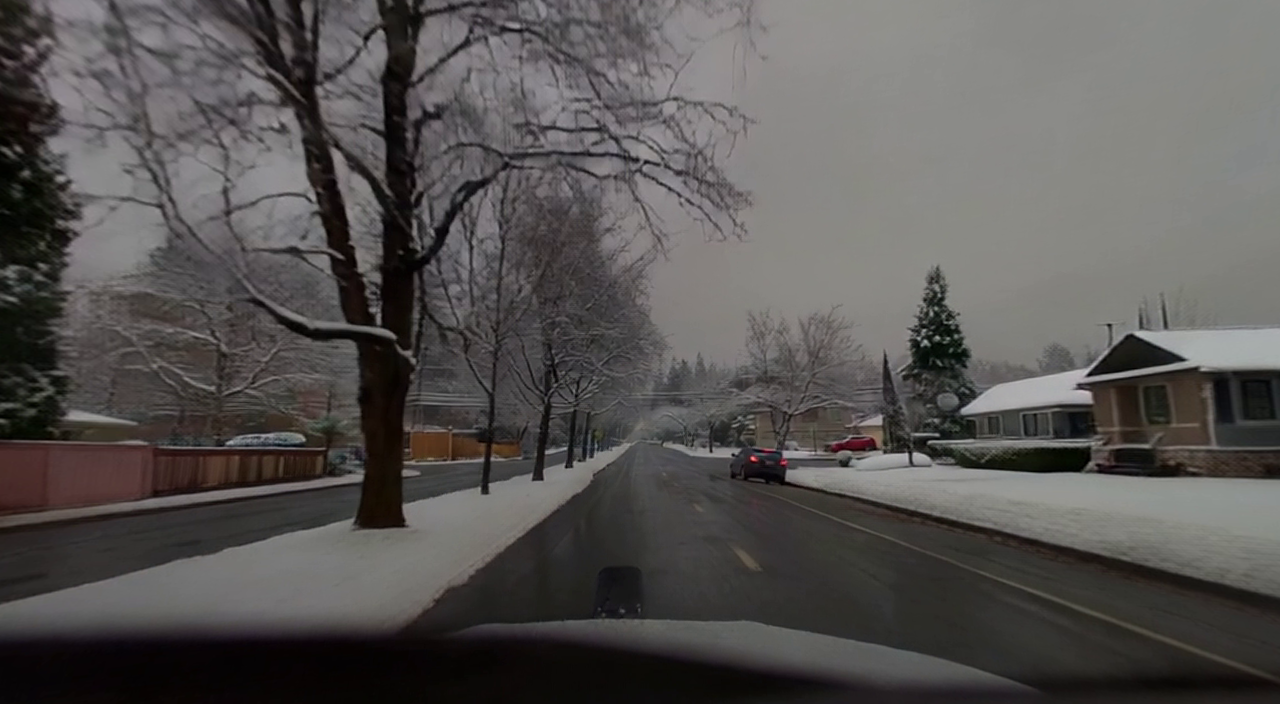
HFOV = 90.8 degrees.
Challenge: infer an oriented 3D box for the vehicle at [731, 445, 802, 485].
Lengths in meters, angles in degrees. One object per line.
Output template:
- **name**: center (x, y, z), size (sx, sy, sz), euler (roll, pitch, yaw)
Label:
- **vehicle**: center (5.041, 4.575, 25.869), size (1.904, 1.475, 4.386), euler (0, -8, -1)
